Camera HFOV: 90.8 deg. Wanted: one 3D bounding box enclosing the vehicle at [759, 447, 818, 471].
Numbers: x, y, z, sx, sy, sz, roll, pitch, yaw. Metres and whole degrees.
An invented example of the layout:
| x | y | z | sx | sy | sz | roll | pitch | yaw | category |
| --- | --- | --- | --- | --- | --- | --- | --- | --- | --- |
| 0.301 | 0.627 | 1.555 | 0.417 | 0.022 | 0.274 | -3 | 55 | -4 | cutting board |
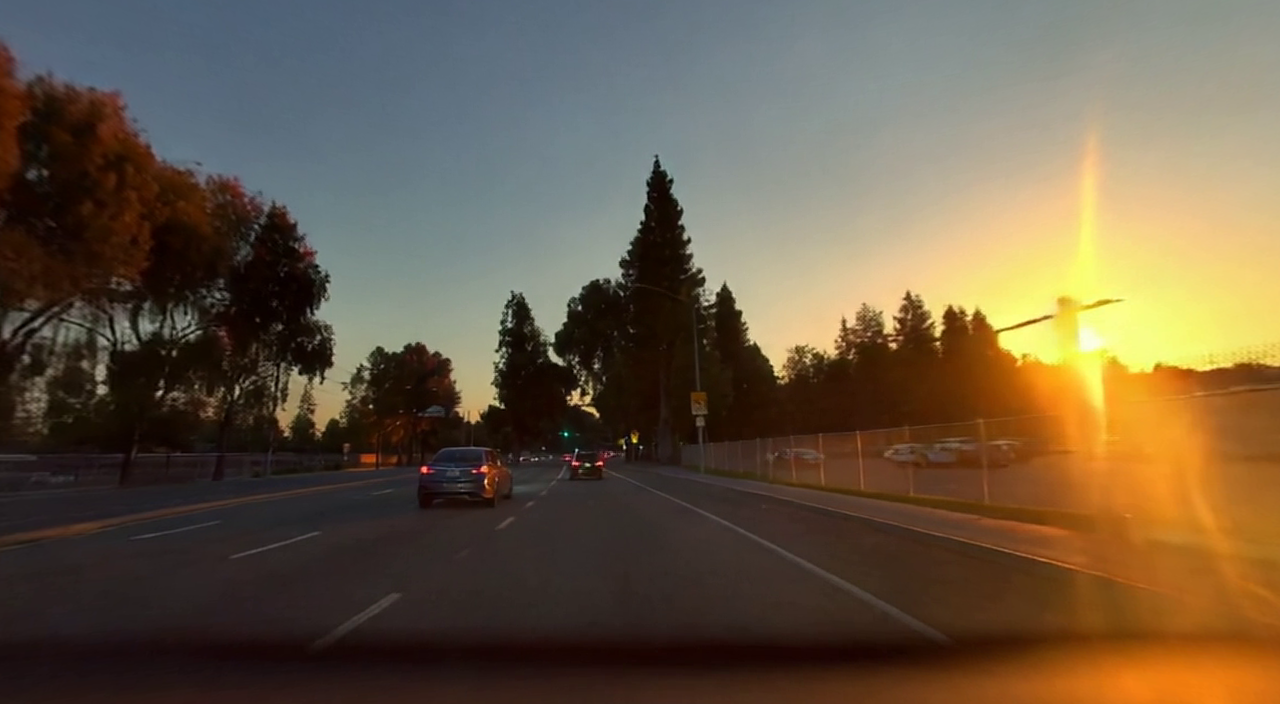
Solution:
| x | y | z | sx | sy | sz | roll | pitch | yaw | category |
| --- | --- | --- | --- | --- | --- | --- | --- | --- | --- |
| 10.137 | 7.222 | 42.885 | 2.041 | 1.459 | 4.830 | -7 | -11 | 37 | vehicle |

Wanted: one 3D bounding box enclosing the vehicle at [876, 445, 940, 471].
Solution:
| x | y | z | sx | sy | sz | roll | pitch | yaw | category |
| --- | --- | --- | --- | --- | --- | --- | --- | --- | --- |
| 15.919 | 6.236 | 37.411 | 2.048 | 1.392 | 4.562 | -8 | -12 | 41 | vehicle |

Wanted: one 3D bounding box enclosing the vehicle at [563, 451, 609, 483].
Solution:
| x | y | z | sx | sy | sz | roll | pitch | yaw | category |
| --- | --- | --- | --- | --- | --- | --- | --- | --- | --- |
| -2.727 | 5.793 | 32.035 | 2.147 | 1.474 | 4.083 | 0 | -9 | -5 | vehicle |

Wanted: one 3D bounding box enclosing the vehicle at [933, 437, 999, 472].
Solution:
| x | y | z | sx | sy | sz | roll | pitch | yaw | category |
| --- | --- | --- | --- | --- | --- | --- | --- | --- | --- |
| 18.546 | 5.782 | 35.875 | 2.062 | 1.703 | 4.661 | -12 | -14 | 40 | vehicle |

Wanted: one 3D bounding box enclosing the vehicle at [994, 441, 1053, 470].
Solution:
| x | y | z | sx | sy | sz | roll | pitch | yaw | category |
| --- | --- | --- | --- | --- | --- | --- | --- | --- | --- |
| 20.625 | 5.539 | 33.917 | 1.934 | 1.423 | 4.008 | -8 | -12 | 40 | vehicle |

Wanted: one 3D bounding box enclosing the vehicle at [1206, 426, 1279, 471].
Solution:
| x | y | z | sx | sy | sz | roll | pitch | yaw | category |
| --- | --- | --- | --- | --- | --- | --- | --- | --- | --- |
| 27.114 | 4.298 | 28.252 | 1.942 | 1.726 | 5.194 | -11 | -13 | 35 | vehicle |

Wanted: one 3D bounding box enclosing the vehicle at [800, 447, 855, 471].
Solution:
| x | y | z | sx | sy | sz | roll | pitch | yaw | category |
| --- | --- | --- | --- | --- | --- | --- | --- | --- | --- |
| 12.036 | 6.828 | 40.415 | 2.131 | 1.437 | 4.325 | -6 | -11 | 33 | vehicle |

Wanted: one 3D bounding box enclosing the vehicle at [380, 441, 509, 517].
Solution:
| x | y | z | sx | sy | sz | roll | pitch | yaw | category |
| --- | --- | --- | --- | --- | --- | --- | --- | --- | --- |
| -4.888 | 3.230 | 16.597 | 2.105 | 1.676 | 4.541 | 0 | -9 | -2 | vehicle |
